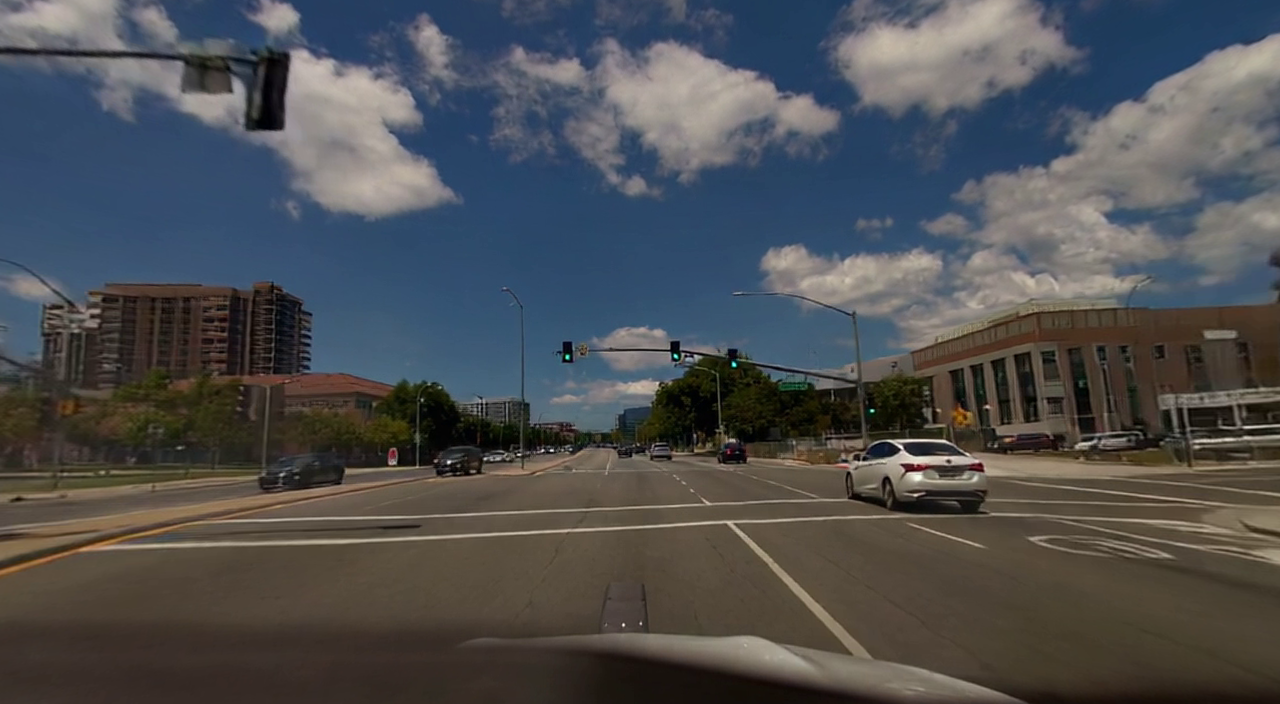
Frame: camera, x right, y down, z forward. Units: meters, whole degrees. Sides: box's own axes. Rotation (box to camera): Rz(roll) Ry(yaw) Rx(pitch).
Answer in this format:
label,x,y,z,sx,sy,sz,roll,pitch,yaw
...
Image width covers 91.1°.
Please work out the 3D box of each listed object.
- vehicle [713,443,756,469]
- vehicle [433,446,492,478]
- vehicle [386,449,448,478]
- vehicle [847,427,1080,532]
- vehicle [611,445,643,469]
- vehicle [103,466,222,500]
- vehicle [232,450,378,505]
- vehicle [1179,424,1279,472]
label,x,y,z,sx,sy,sz,roll,pitch,yaw
vehicle,5.851,6.524,39.429,1.924,1.527,4.268,0,-8,-1
vehicle,-10.154,6.302,36.284,2.022,1.673,4.393,0,-8,2
vehicle,-14.877,7.464,42.173,1.932,1.768,4.765,-1,-9,6
vehicle,5.803,2.330,12.094,2.056,1.624,4.498,0,-8,0
vehicle,-0.873,6.775,40.745,2.026,1.453,3.780,0,-8,-2
vehicle,-25.785,7.040,34.094,1.904,1.497,4.685,-5,-10,31
vehicle,-10.626,3.970,20.411,1.986,1.505,4.693,0,-8,3
vehicle,21.285,3.192,20.942,4.619,1.501,2.024,0,-9,1
